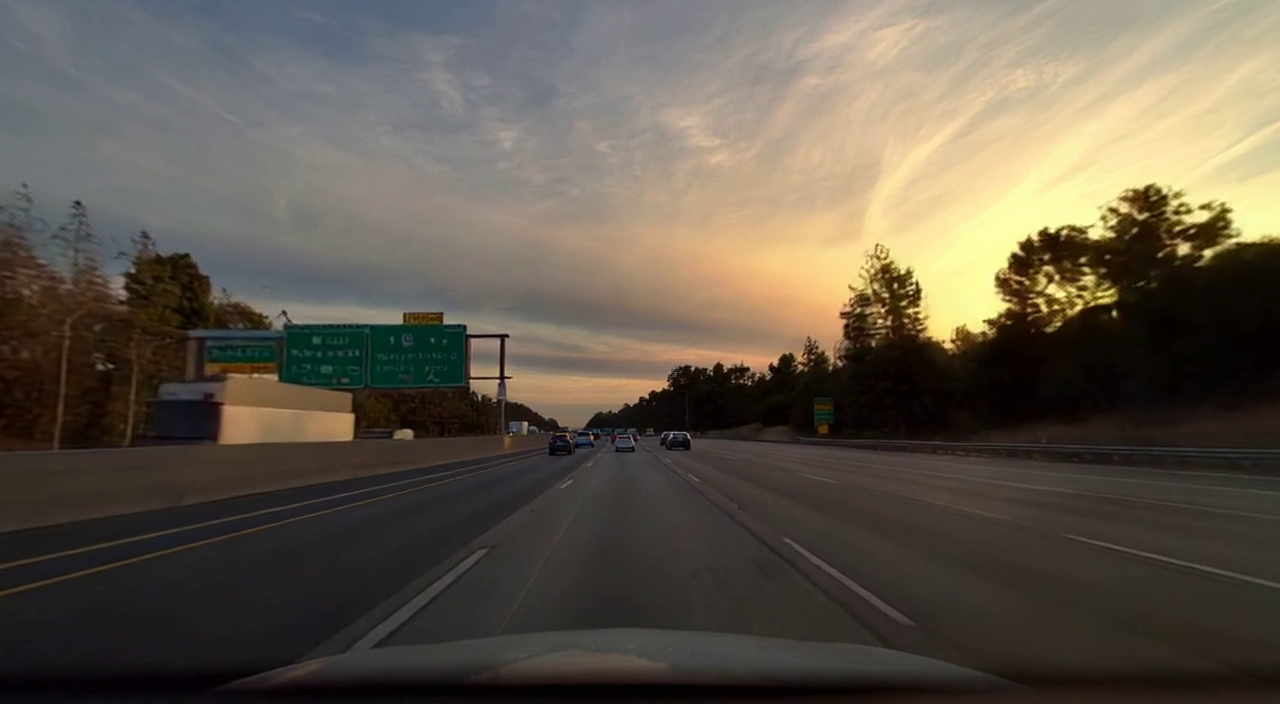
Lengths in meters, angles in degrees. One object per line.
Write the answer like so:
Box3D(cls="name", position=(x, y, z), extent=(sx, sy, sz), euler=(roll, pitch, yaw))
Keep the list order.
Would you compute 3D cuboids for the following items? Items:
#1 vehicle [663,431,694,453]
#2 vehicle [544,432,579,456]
Box3D(cls="vehicle", position=(3.017, 7.115, 49.920), extent=(2.066, 1.673, 4.225), euler=(0, -8, -2))
Box3D(cls="vehicle", position=(-5.544, 6.544, 44.821), extent=(2.119, 1.629, 3.946), euler=(0, -8, -1))
